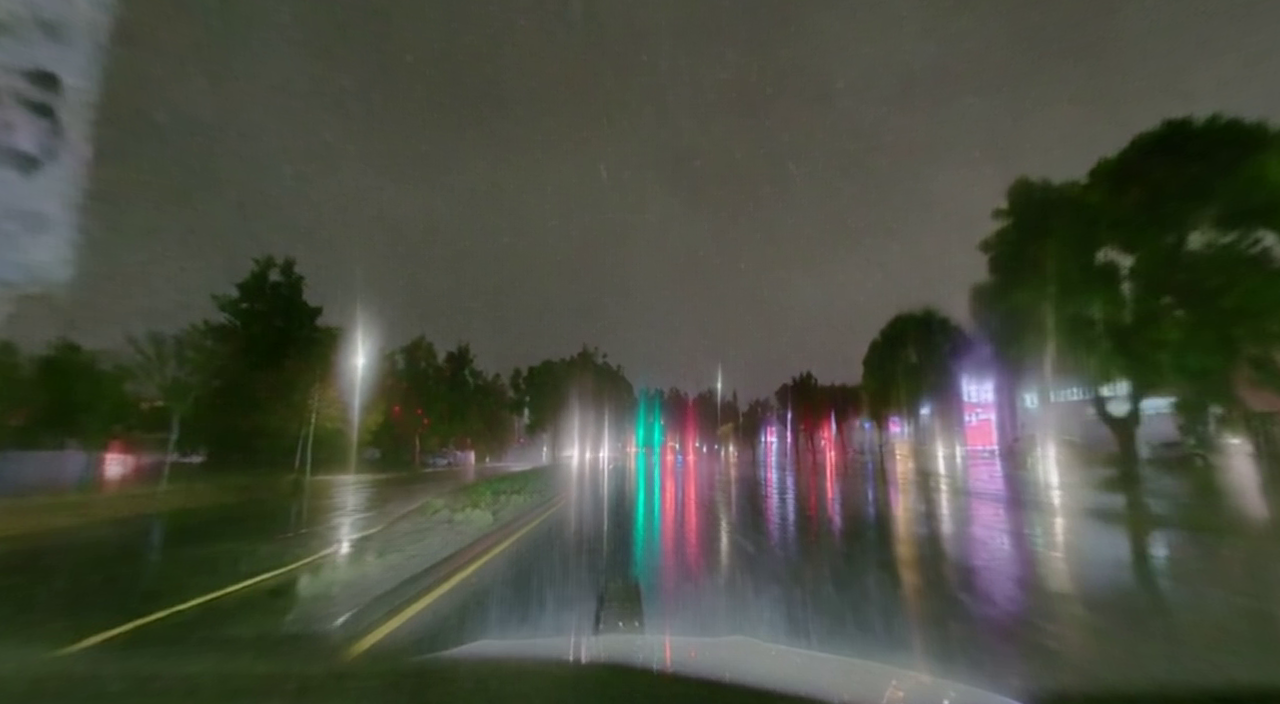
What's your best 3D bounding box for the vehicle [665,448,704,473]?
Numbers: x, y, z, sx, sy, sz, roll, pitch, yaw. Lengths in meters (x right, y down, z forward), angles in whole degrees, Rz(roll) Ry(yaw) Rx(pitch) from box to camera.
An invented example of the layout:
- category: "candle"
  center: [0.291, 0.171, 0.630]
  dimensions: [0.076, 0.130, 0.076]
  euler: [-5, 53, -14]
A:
- category: "vehicle"
  center: [2.782, 6.876, 40.124]
  dimensions: [2.015, 1.479, 4.444]
  euler: [0, -9, -2]
